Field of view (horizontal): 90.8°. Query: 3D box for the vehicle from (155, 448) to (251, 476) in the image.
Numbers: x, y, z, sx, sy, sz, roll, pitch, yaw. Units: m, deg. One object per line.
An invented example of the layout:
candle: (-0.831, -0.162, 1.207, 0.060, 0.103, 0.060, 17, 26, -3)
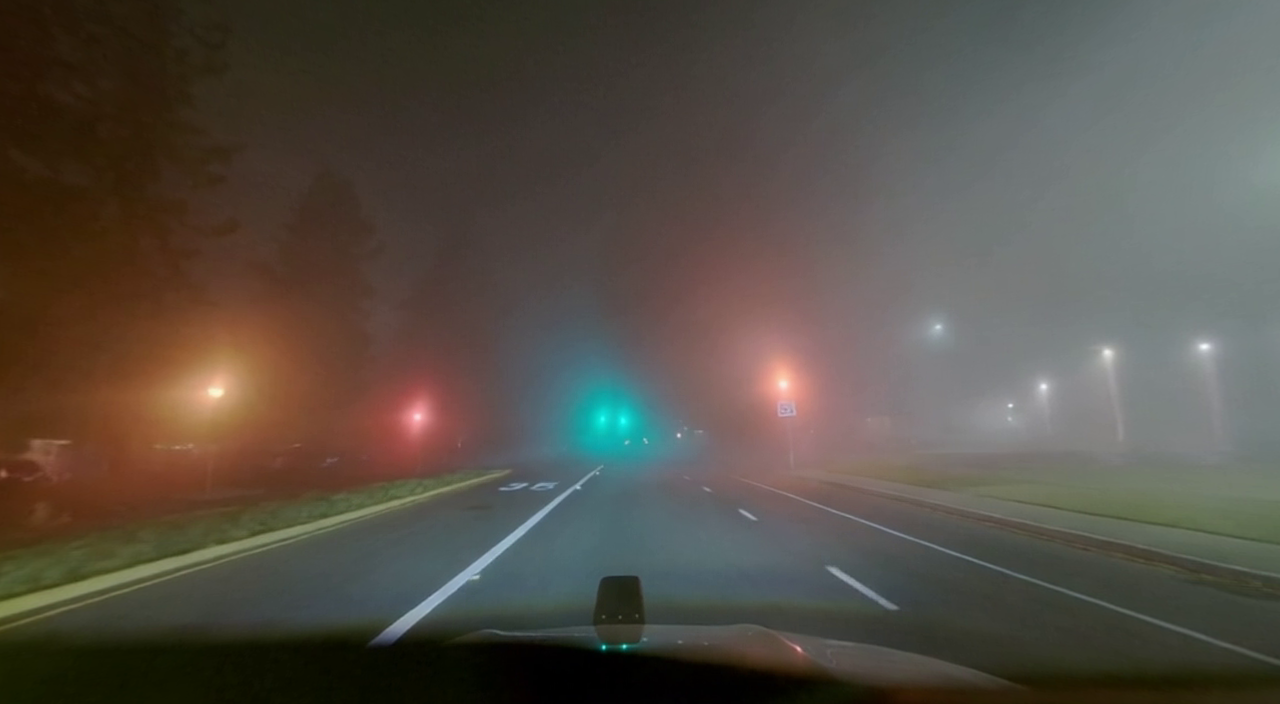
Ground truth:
vehicle: (-26.727, 6.760, 38.742, 4.446, 1.548, 1.973, -1, -10, 2)

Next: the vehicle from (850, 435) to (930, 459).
vehicle: (19.034, 7.283, 48.223, 5.172, 1.468, 1.964, -3, -10, -2)

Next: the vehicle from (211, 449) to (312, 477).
vehicle: (-21.374, 6.271, 35.780, 4.495, 1.472, 1.833, 0, -9, -1)
